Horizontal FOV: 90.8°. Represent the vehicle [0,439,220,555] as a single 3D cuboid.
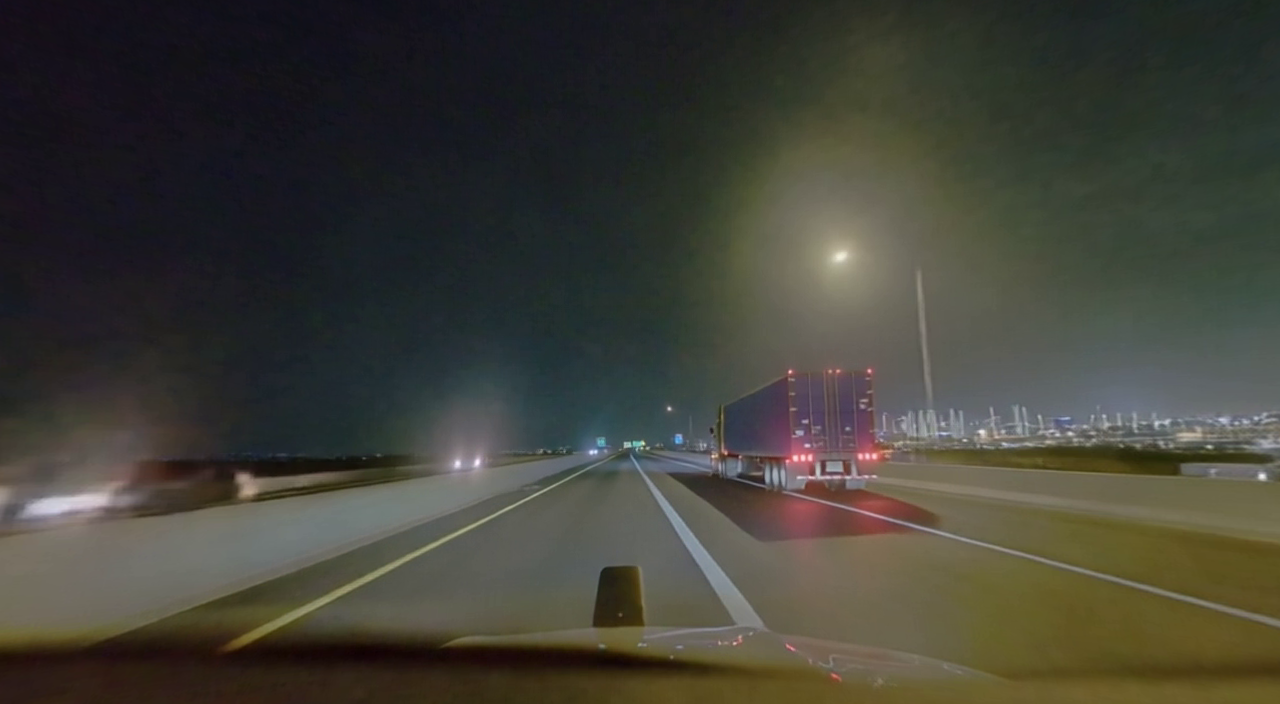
[{"bbox_3d":[-9.900,2.399,11.112,2.071,1.621,4.273,0,-9,-1],"label":"vehicle"}]
